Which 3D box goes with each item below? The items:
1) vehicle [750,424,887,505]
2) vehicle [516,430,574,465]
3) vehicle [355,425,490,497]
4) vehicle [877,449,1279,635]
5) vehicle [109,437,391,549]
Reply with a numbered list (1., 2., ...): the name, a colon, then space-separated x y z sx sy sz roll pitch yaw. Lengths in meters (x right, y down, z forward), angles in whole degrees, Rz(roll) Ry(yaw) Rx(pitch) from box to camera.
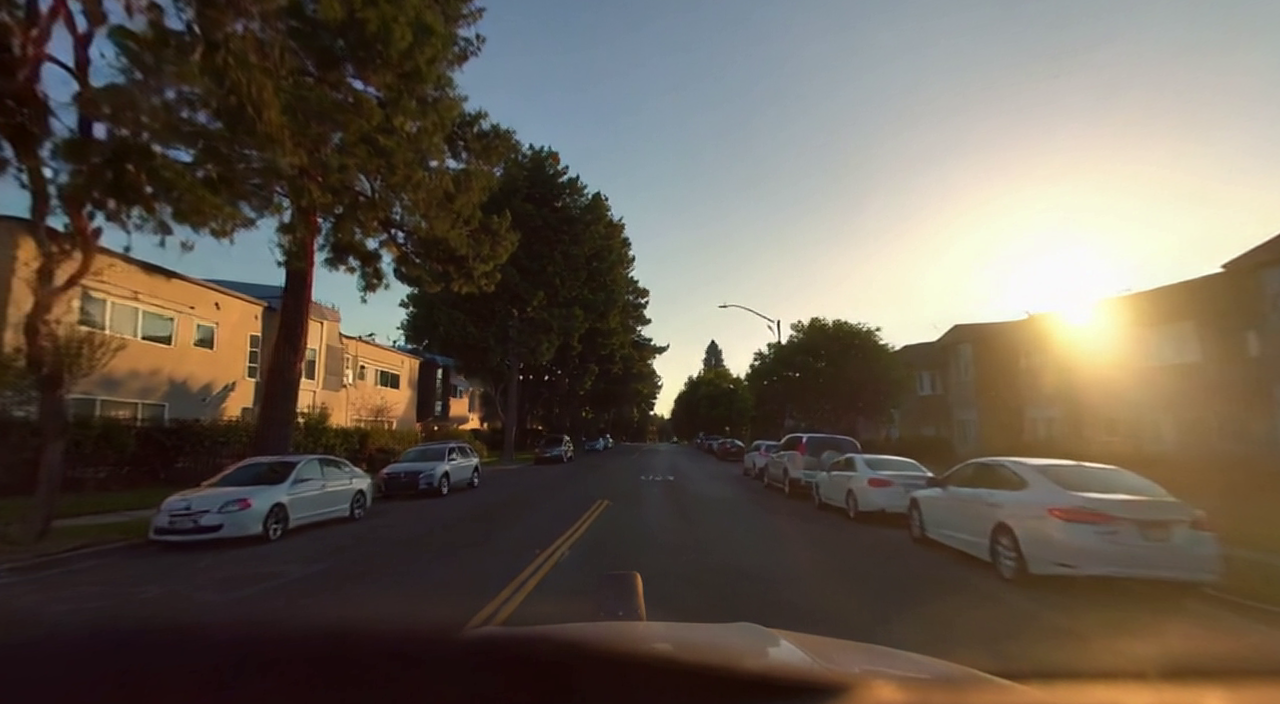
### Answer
1. vehicle: 4.882 3.202 18.415 2.365 1.970 6.011 0 -9 1
2. vehicle: -5.563 5.770 37.570 2.384 1.781 5.492 -3 -10 2
3. vehicle: -6.414 3.348 19.343 2.235 1.802 5.138 -3 -10 1
4. vehicle: 4.542 1.860 7.358 1.977 1.410 4.744 0 -9 4
5. vehicle: -6.468 2.372 11.267 2.067 1.510 4.501 -2 -9 2
